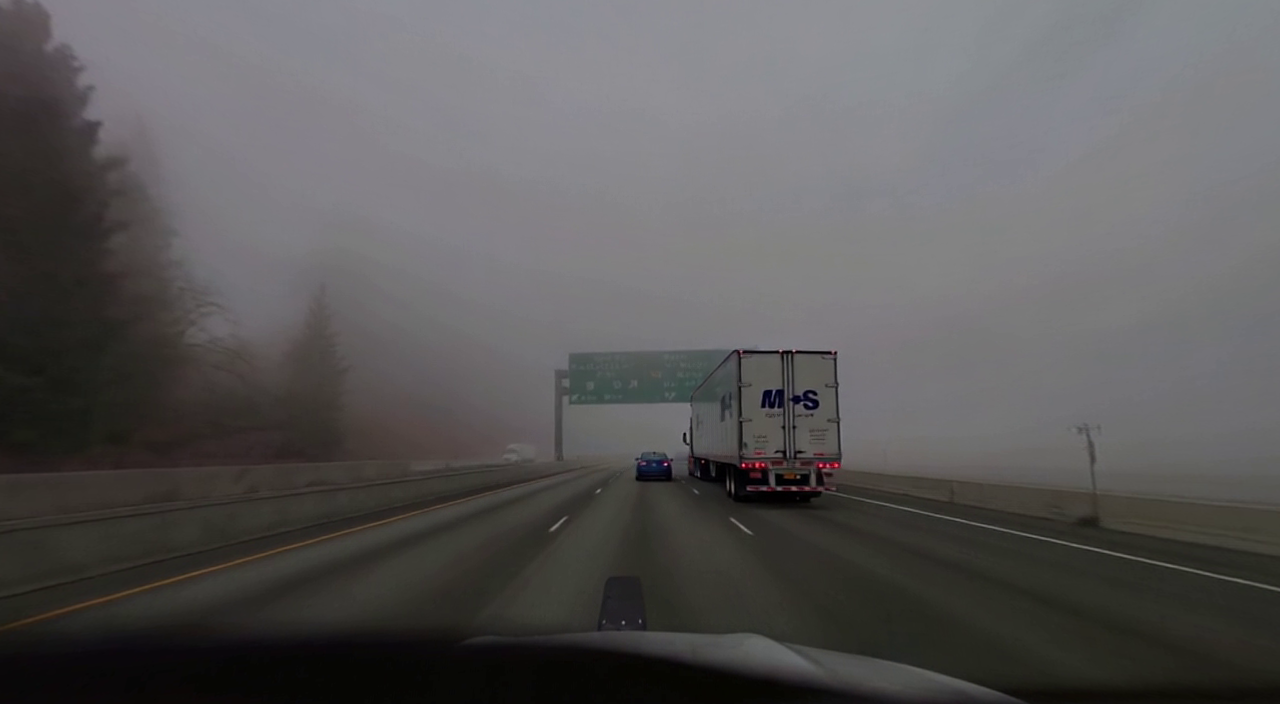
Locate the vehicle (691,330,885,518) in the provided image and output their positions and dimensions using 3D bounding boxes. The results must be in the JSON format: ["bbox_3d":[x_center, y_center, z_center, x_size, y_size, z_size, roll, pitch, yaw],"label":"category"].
[{"bbox_3d":[3.767,2.603,20.813,3.002,4.104,14.174,0,-9,0],"label":"vehicle"}]

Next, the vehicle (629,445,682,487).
[{"bbox_3d":[0.609,4.864,27.154,2.121,1.642,3.828,0,-9,0],"label":"vehicle"}]
